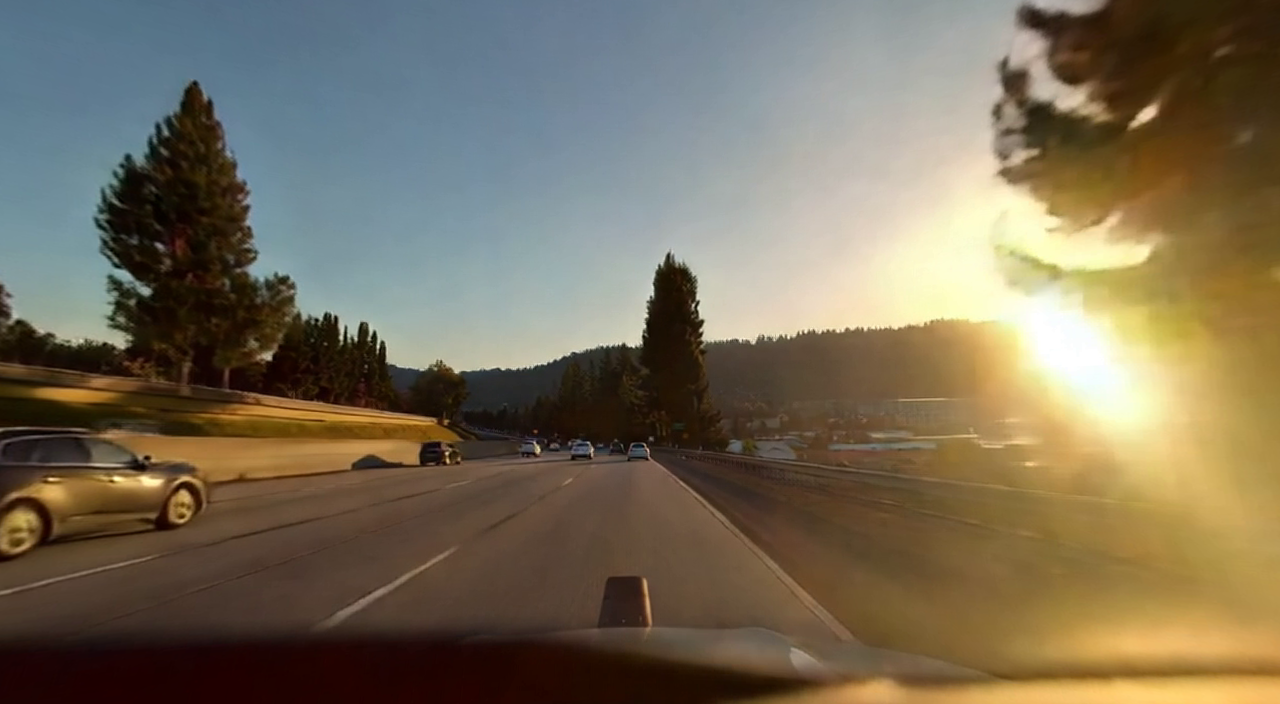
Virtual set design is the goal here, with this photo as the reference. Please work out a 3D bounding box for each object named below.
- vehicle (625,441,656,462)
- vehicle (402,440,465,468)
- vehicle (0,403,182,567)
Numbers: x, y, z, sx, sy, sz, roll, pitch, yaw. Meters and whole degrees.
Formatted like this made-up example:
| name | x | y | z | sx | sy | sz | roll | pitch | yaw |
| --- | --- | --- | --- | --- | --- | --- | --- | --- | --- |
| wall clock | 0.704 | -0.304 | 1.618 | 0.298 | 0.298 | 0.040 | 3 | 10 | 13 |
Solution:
| name | x | y | z | sx | sy | sz | roll | pitch | yaw |
| --- | --- | --- | --- | --- | --- | --- | --- | --- | --- |
| vehicle | -0.035 | 7.152 | 45.208 | 2.060 | 1.465 | 3.974 | 0 | -8 | -2 |
| vehicle | -11.929 | 5.917 | 36.612 | 2.056 | 1.489 | 4.852 | 0 | -8 | 0 |
| vehicle | -7.889 | 1.408 | 6.663 | 2.238 | 1.712 | 5.000 | 0 | -8 | 1 |
